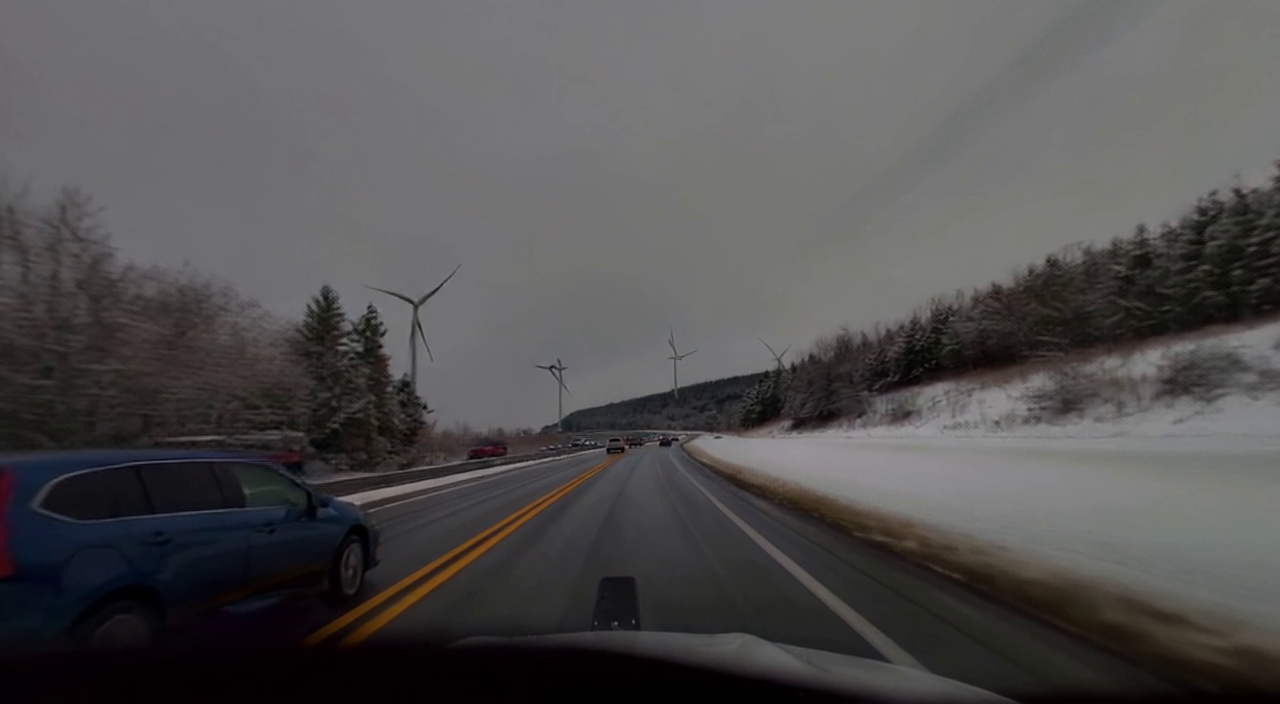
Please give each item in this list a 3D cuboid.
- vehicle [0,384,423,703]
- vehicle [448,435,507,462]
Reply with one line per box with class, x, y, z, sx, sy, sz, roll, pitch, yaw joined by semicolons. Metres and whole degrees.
vehicle;-2.815;0.998;3.139;1.918;1.443;4.422;0;-8;0
vehicle;-9.475;5.639;37.164;2.076;1.488;4.528;0;-8;3
